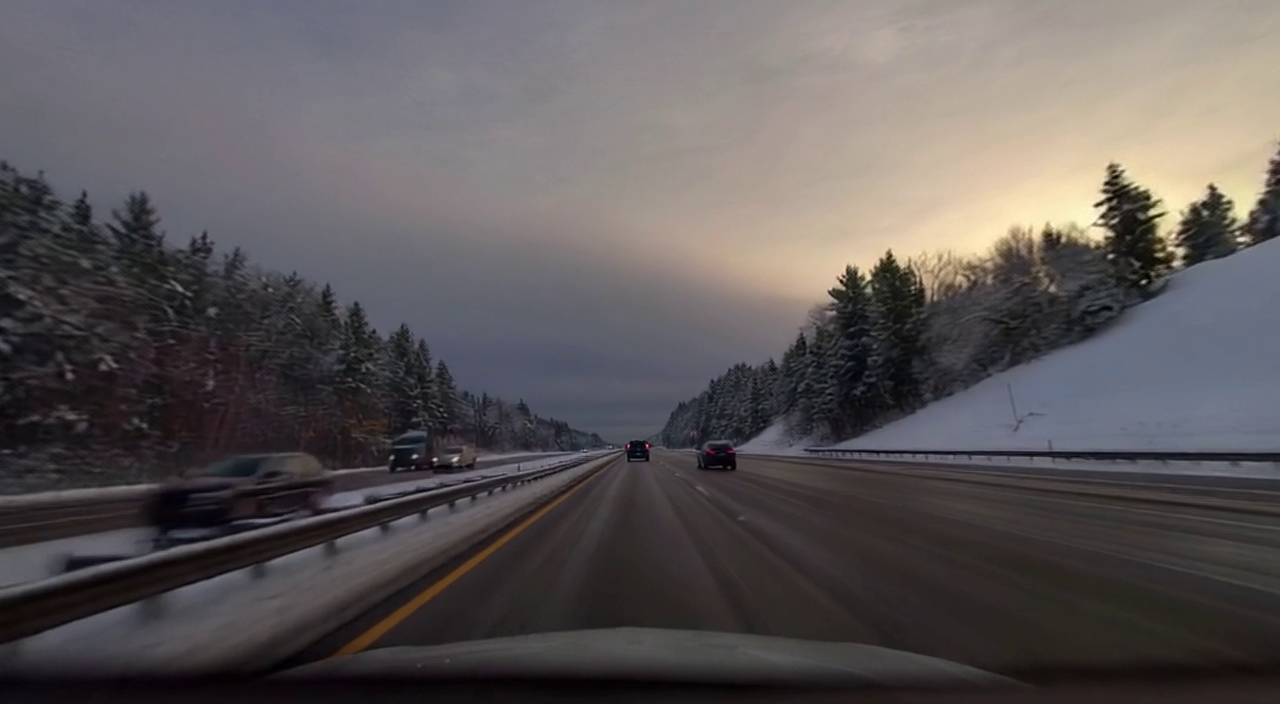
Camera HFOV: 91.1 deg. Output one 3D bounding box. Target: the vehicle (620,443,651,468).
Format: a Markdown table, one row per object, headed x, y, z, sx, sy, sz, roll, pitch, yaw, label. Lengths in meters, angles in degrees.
| x | y | z | sx | sy | sz | roll | pitch | yaw | label |
| --- | --- | --- | --- | --- | --- | --- | --- | --- | --- |
| -0.345 | 7.351 | 44.820 | 2.114 | 1.706 | 4.106 | 0 | -9 | -1 | vehicle |

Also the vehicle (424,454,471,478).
| x | y | z | sx | sy | sz | roll | pitch | yaw | label |
| --- | --- | --- | --- | --- | --- | --- | --- | --- | --- |
| -12.573 | 7.452 | 41.267 | 1.827 | 1.492 | 3.878 | 0 | -9 | 0 | vehicle |

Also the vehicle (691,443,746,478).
| x | y | z | sx | sy | sz | roll | pitch | yaw | label |
| --- | --- | --- | --- | --- | --- | --- | --- | --- | --- |
| 3.704 | 5.220 | 30.424 | 2.025 | 1.534 | 4.179 | 0 | -9 | -1 | vehicle |

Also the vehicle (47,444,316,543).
| x | y | z | sx | sy | sz | roll | pitch | yaw | label |
| --- | --- | --- | --- | --- | --- | --- | --- | --- | --- |
| -8.723 | 2.680 | 12.643 | 1.945 | 1.578 | 4.576 | 0 | -9 | 0 | vehicle |
